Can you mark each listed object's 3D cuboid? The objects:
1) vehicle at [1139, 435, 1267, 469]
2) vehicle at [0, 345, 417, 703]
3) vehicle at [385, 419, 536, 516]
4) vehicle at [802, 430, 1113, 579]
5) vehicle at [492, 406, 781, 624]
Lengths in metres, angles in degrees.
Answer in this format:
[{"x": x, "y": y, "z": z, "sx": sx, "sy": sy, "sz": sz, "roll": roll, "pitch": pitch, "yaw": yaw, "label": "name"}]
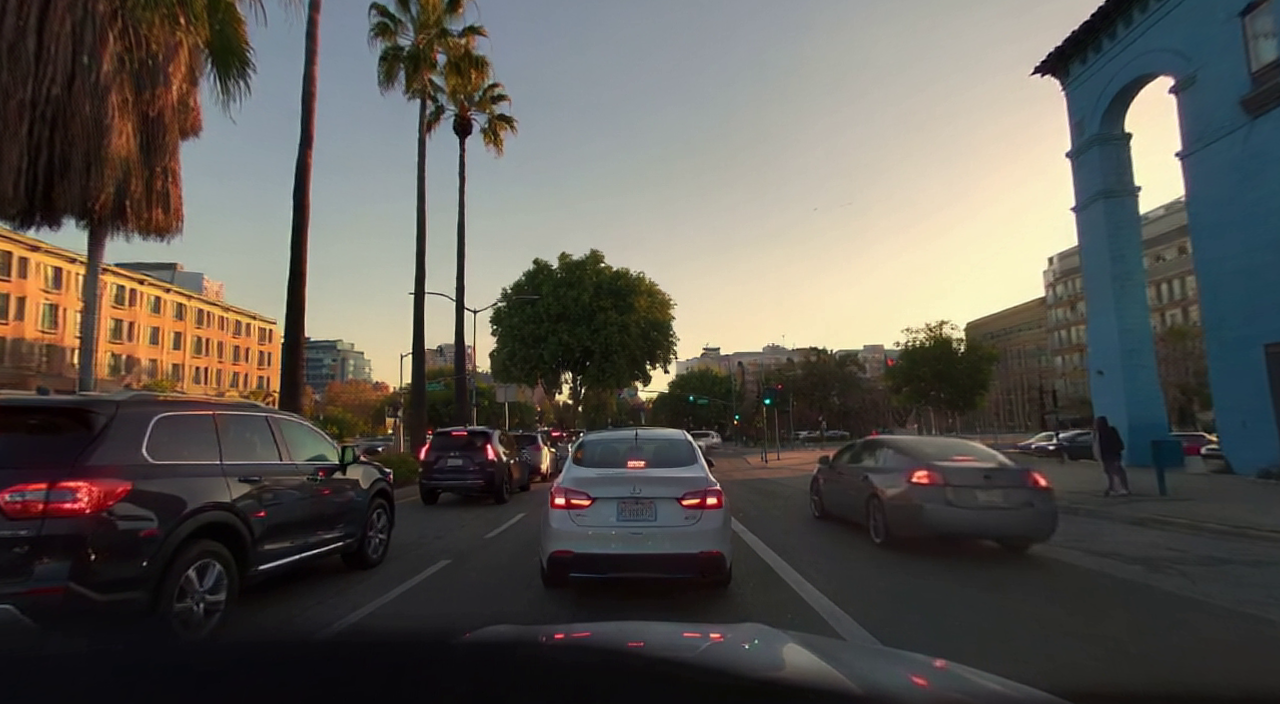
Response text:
[{"x": 25.473, "y": 4.528, "z": 28.640, "sx": 3.914, "sy": 1.427, "sz": 1.779, "roll": -2, "pitch": -8, "yaw": 5, "label": "vehicle"}, {"x": -3.540, "y": 1.149, "z": 5.066, "sx": 1.914, "sy": 1.741, "sz": 4.398, "roll": 0, "pitch": -8, "yaw": -1, "label": "vehicle"}, {"x": -3.477, "y": 2.319, "z": 13.078, "sx": 1.840, "sy": 1.684, "sz": 4.041, "roll": 0, "pitch": -8, "yaw": 1, "label": "vehicle"}, {"x": 3.892, "y": 1.927, "z": 8.878, "sx": 1.982, "sy": 1.480, "sz": 4.572, "roll": 2, "pitch": -8, "yaw": -1, "label": "vehicle"}, {"x": -0.052, "y": 1.518, "z": 6.843, "sx": 2.114, "sy": 1.585, "sz": 4.285, "roll": 0, "pitch": -8, "yaw": -1, "label": "vehicle"}]
